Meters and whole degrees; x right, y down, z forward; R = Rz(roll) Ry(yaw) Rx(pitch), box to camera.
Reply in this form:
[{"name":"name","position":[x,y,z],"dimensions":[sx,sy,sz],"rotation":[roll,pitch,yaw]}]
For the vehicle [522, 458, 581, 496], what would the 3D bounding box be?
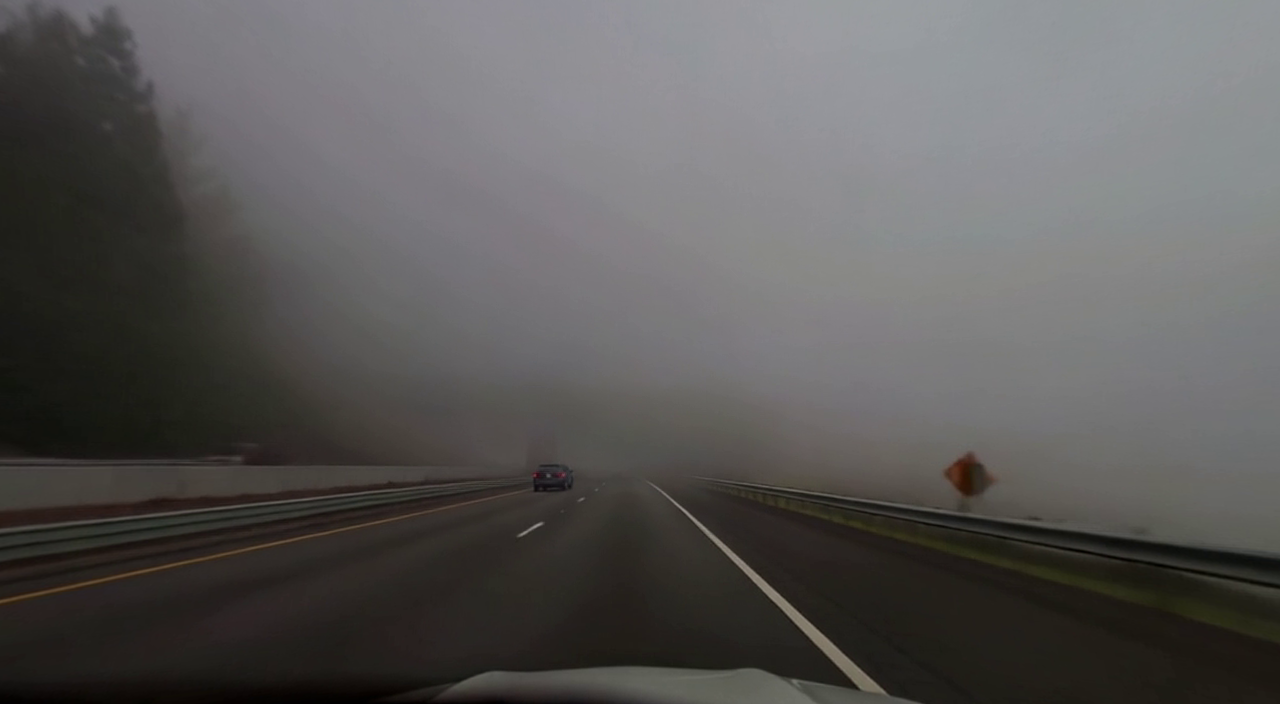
[{"name":"vehicle","position":[-4.399,6.322,32.034],"dimensions":[2.286,1.757,5.057],"rotation":[1,-11,0]}]
